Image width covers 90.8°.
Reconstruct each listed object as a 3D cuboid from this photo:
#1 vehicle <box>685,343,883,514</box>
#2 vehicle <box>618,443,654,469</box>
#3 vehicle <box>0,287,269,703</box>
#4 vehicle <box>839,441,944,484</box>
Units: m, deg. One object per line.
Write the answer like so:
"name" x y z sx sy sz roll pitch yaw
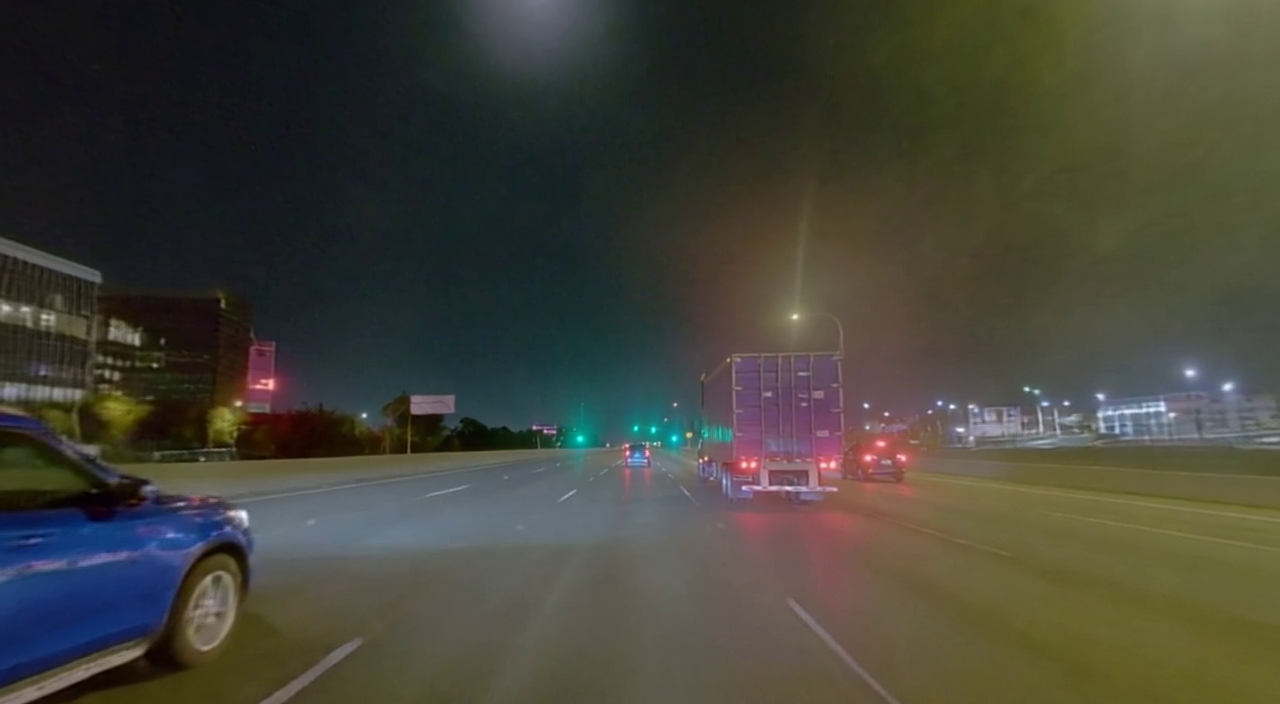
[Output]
"vehicle" 3.176 2.273 17.808 2.934 3.325 10.986 0 -8 0
"vehicle" -0.212 5.908 36.107 1.929 1.395 3.999 0 -8 0
"vehicle" -3.389 0.563 1.419 2.229 1.806 4.698 0 -8 0
"vehicle" 9.421 4.163 24.159 2.105 1.494 4.537 0 -8 0
